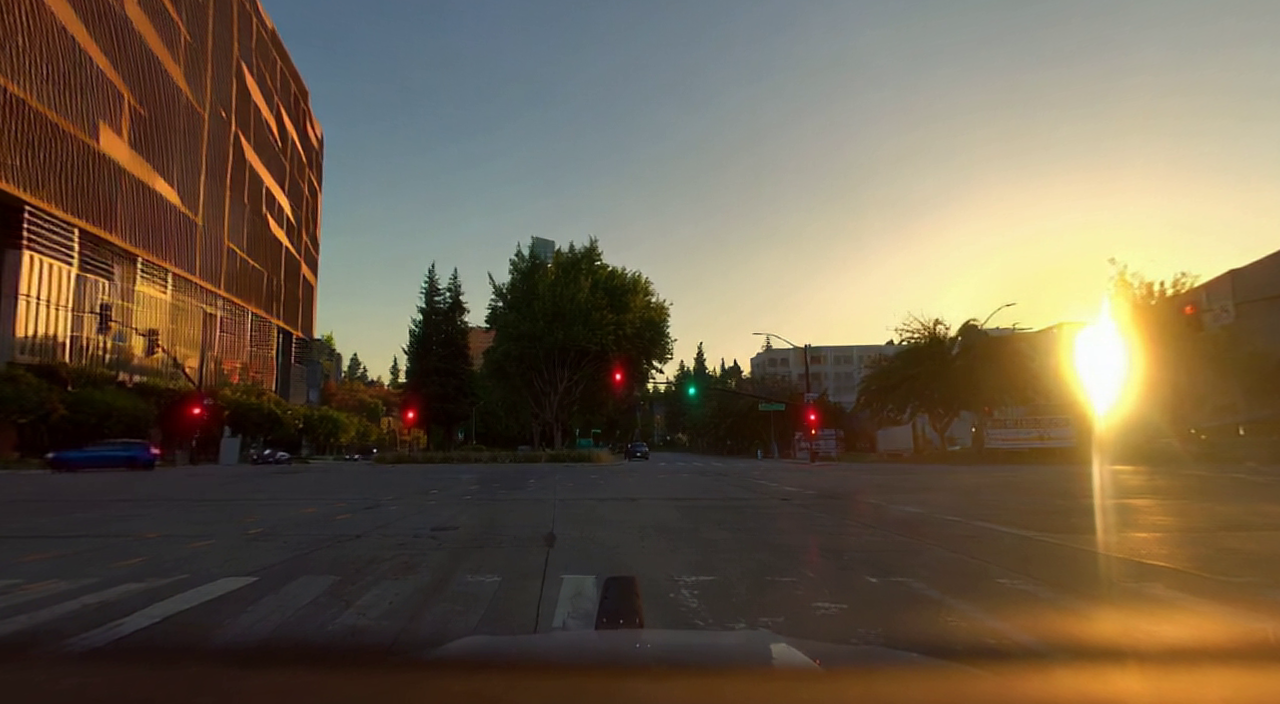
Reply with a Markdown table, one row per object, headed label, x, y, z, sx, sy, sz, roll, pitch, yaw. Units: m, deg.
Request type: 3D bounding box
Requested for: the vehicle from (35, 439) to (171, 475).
| label | x | y | z | sx | sy | sz | roll | pitch | yaw |
| --- | --- | --- | --- | --- | --- | --- | --- | --- | --- |
| vehicle | -26.491 | 5.196 | 31.337 | 4.639 | 1.699 | 2.030 | 1 | -9 | -8 |
